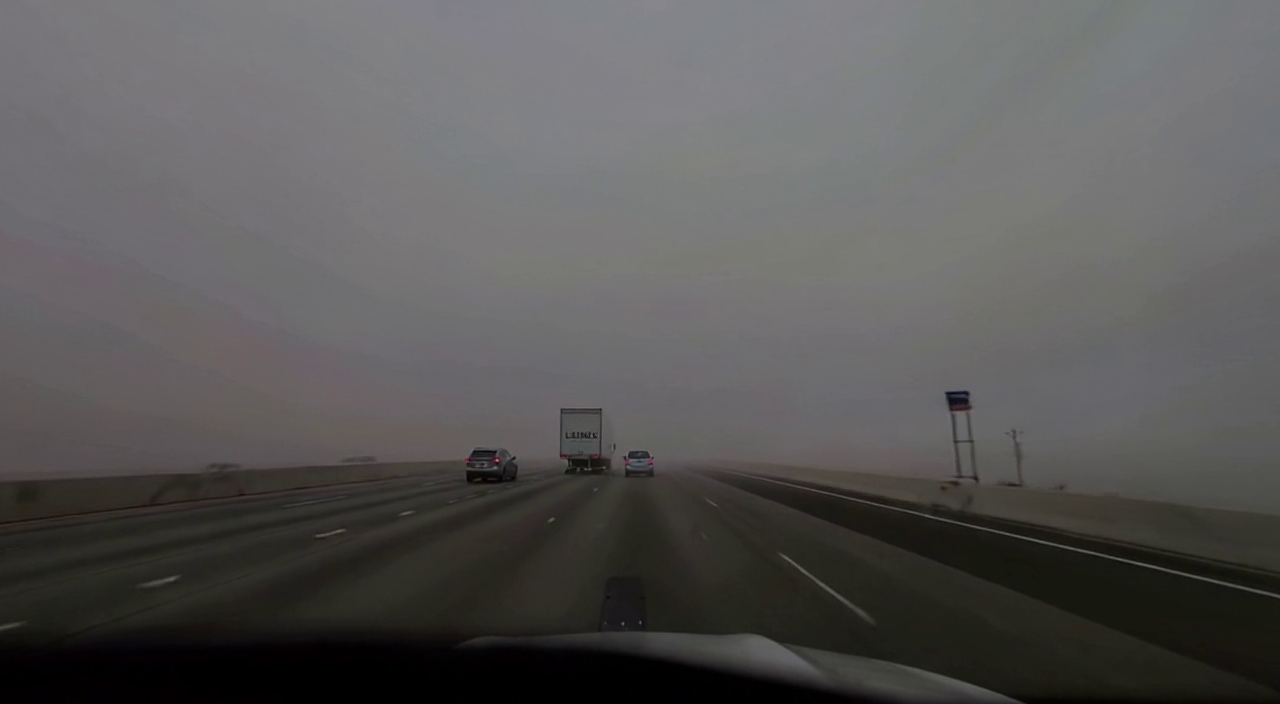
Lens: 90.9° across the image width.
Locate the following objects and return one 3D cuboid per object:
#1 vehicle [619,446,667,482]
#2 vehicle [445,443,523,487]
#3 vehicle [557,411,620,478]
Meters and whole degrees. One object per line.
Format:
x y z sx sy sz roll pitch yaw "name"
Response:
0.138 5.289 30.097 2.168 1.597 3.615 0 -9 1 "vehicle"
-6.521 4.775 26.918 2.124 1.674 4.541 0 -9 0 "vehicle"
-2.781 5.435 36.899 2.794 3.460 8.595 0 -9 1 "vehicle"
